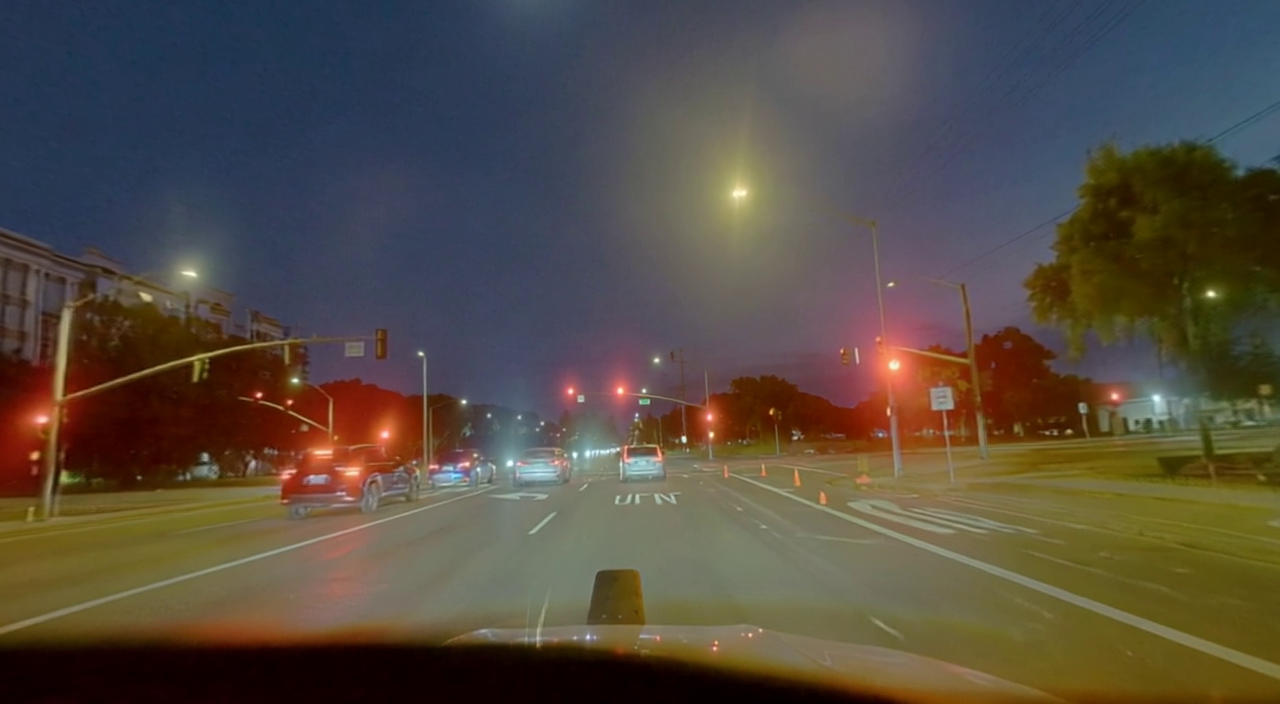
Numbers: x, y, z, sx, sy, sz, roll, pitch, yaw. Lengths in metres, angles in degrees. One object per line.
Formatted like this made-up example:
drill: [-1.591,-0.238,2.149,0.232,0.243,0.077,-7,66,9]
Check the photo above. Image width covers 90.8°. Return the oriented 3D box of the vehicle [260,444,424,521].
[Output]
vehicle: [-6.839,2.992,15.077,1.869,1.570,4.064,0,-8,1]

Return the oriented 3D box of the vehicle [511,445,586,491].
vehicle: [-3.098,3.999,22.190,1.946,1.437,4.154,0,-8,1]

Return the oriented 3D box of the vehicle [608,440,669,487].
vehicle: [-0.036,3.915,22.538,1.985,1.521,3.968,0,-8,0]

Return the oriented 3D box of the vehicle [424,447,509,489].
vehicle: [-6.664,4.482,24.780,2.074,1.447,4.224,0,-8,1]
